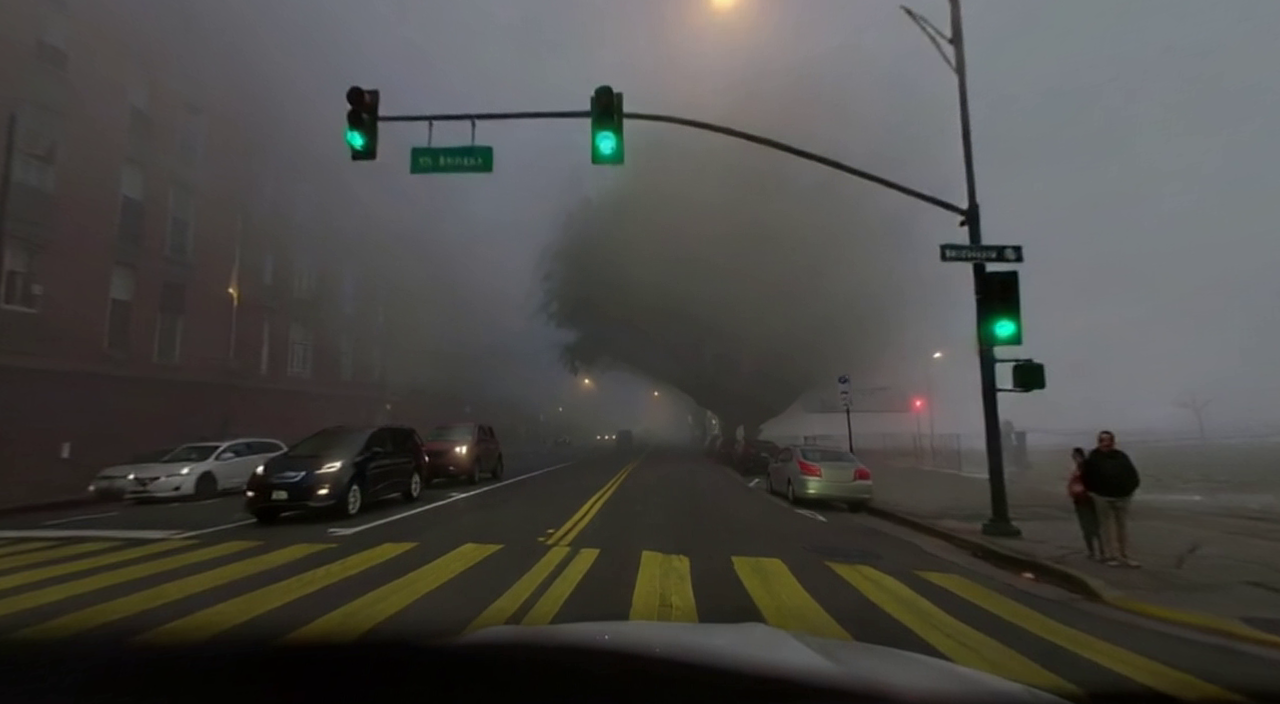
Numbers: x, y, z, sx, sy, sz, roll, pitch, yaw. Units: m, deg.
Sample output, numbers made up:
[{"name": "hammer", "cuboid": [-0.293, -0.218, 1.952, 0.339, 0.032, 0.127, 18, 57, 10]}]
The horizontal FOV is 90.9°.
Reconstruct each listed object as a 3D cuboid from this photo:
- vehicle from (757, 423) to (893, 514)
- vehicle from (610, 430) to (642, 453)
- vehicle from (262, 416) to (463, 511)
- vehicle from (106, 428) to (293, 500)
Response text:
[{"name": "vehicle", "cuboid": [4.011, 2.568, 14.443, 1.924, 1.765, 3.954, 0, -8, 0]}, {"name": "vehicle", "cuboid": [-0.916, 6.194, 43.582, 1.973, 1.496, 3.713, 0, -8, 2]}, {"name": "vehicle", "cuboid": [-5.238, 2.143, 12.703, 1.942, 1.559, 4.298, 0, -8, 2]}, {"name": "vehicle", "cuboid": [-11.347, 2.868, 16.662, 1.933, 1.628, 3.973, 0, -8, 2]}]
